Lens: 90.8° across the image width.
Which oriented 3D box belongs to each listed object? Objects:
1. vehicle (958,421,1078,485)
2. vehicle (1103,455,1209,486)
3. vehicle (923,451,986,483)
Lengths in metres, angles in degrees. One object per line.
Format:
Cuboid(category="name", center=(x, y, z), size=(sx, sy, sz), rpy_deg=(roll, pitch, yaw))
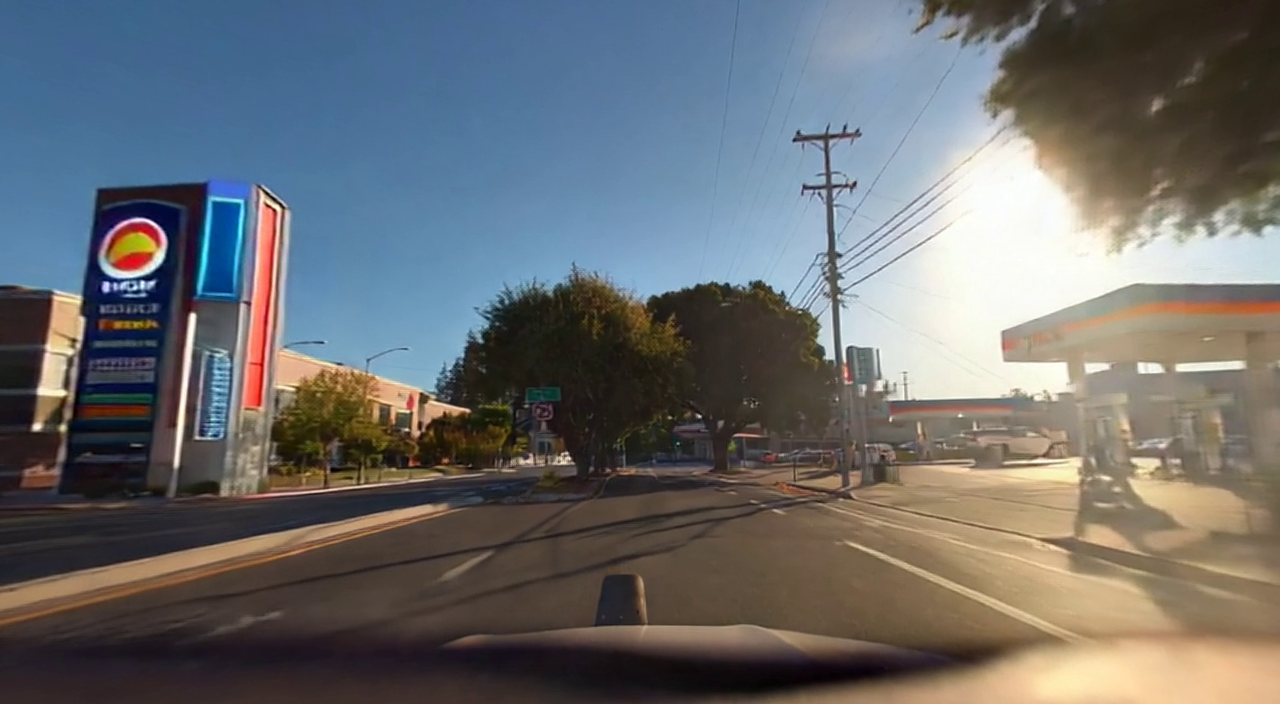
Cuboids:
Cuboid(category="vehicle", center=(19.011, 5.106, 32.268), size=(2.642, 2.930, 5.826), rpy_deg=(-1, -8, 3))
Cuboid(category="vehicle", center=(26.597, 6.099, 32.773), size=(2.113, 1.461, 3.997), rpy_deg=(0, -9, 1))
Cuboid(category="vehicle", center=(19.501, 7.116, 39.403), size=(2.041, 1.674, 4.301), rpy_deg=(3, -8, 4))
